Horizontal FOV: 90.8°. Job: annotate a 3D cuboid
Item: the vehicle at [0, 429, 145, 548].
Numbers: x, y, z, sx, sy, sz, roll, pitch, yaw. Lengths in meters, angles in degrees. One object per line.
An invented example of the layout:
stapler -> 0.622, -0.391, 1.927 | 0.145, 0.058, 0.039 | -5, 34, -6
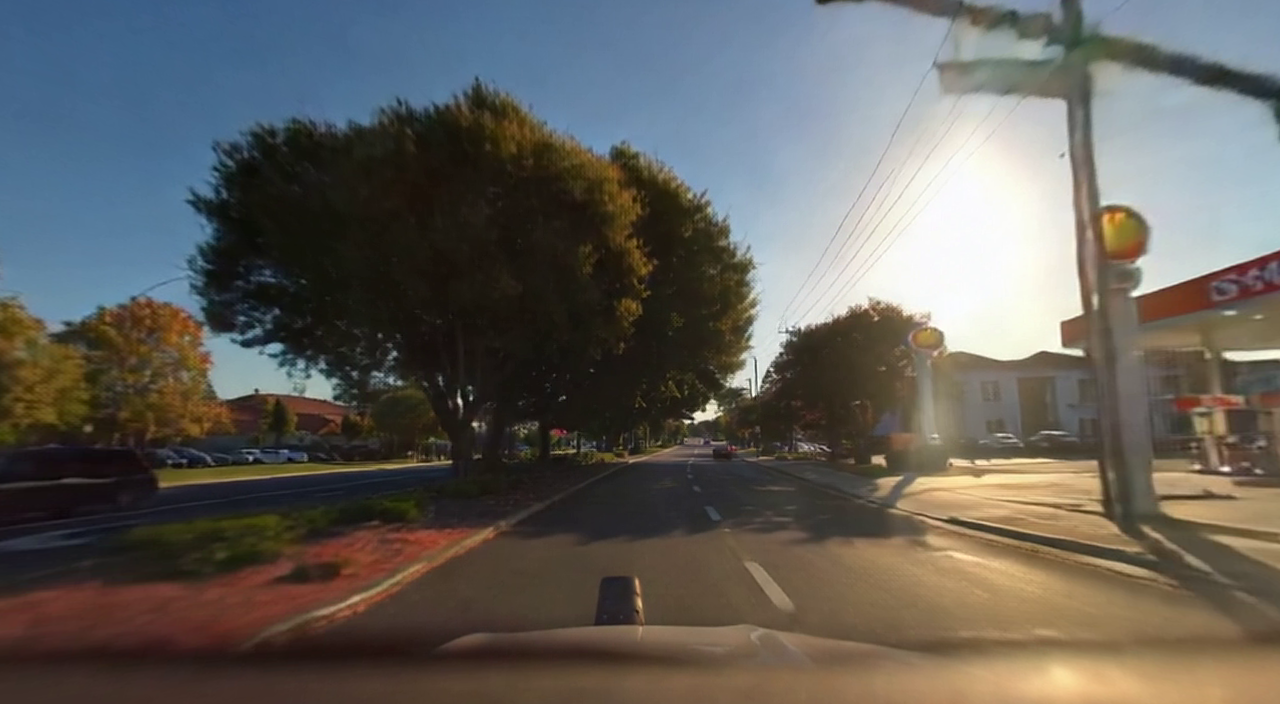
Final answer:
vehicle -> -9.127, 1.725, 7.924 | 2.023, 1.498, 4.605 | 0, -9, 1

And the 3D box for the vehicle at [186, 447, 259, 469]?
vehicle -> -29.943, 7.624, 45.480 | 1.884, 1.490, 4.627 | -1, -9, 3

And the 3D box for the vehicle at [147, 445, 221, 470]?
vehicle -> -32.651, 7.559, 45.390 | 2.051, 1.639, 4.354 | -2, -9, 1
